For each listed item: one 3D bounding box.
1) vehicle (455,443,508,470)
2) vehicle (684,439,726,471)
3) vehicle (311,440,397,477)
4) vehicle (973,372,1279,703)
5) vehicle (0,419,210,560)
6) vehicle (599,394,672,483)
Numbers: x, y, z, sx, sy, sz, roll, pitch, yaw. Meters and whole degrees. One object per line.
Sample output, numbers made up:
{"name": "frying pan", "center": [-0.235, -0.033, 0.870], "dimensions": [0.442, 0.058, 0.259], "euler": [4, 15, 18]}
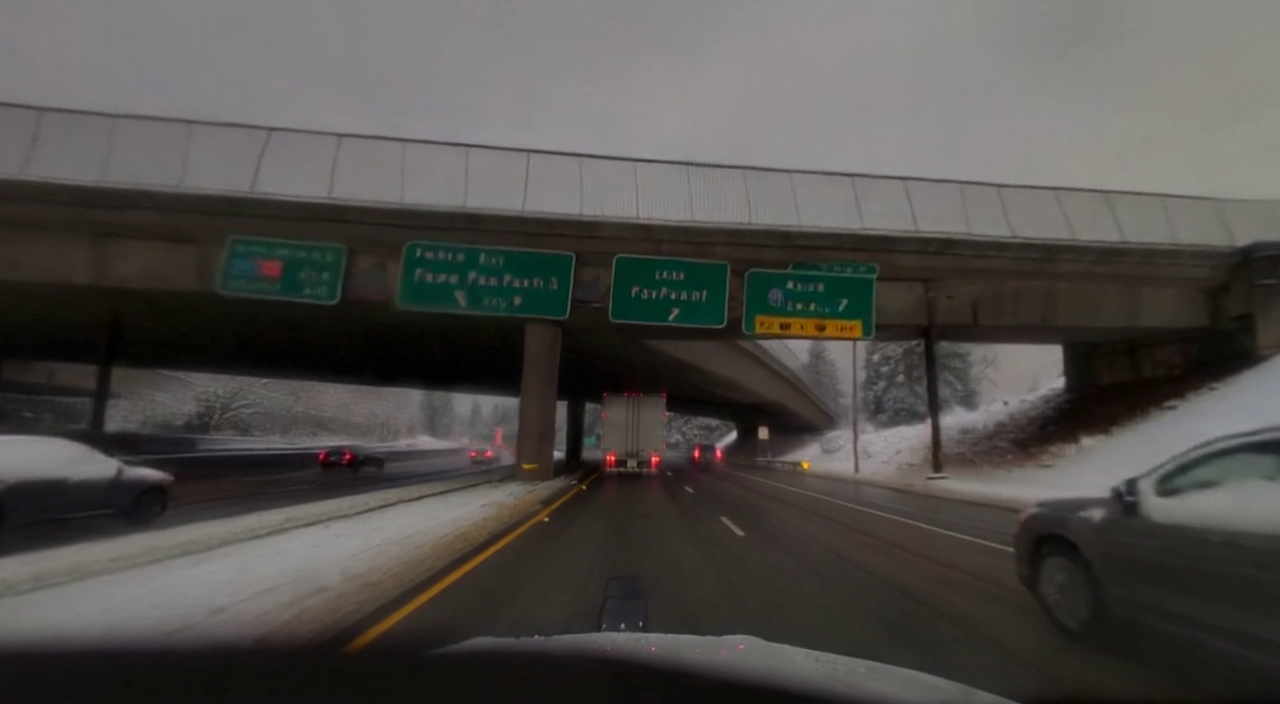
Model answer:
{"name": "vehicle", "center": [-9.351, 6.234, 37.706], "dimensions": [2.057, 1.506, 4.829], "euler": [0, -9, -2]}
{"name": "vehicle", "center": [4.281, 6.858, 42.168], "dimensions": [2.174, 1.968, 5.016], "euler": [0, -9, -1]}
{"name": "vehicle", "center": [-12.625, 4.736, 28.201], "dimensions": [1.906, 1.510, 4.303], "euler": [0, -9, -1]}
{"name": "vehicle", "center": [3.919, 0.936, 2.667], "dimensions": [2.189, 1.709, 5.131], "euler": [0, -9, 0]}
{"name": "vehicle", "center": [-8.185, 1.724, 8.255], "dimensions": [2.006, 1.562, 4.475], "euler": [0, -9, -1]}
{"name": "vehicle", "center": [-0.239, 4.332, 30.954], "dimensions": [2.916, 3.584, 10.841], "euler": [0, -9, -1]}
